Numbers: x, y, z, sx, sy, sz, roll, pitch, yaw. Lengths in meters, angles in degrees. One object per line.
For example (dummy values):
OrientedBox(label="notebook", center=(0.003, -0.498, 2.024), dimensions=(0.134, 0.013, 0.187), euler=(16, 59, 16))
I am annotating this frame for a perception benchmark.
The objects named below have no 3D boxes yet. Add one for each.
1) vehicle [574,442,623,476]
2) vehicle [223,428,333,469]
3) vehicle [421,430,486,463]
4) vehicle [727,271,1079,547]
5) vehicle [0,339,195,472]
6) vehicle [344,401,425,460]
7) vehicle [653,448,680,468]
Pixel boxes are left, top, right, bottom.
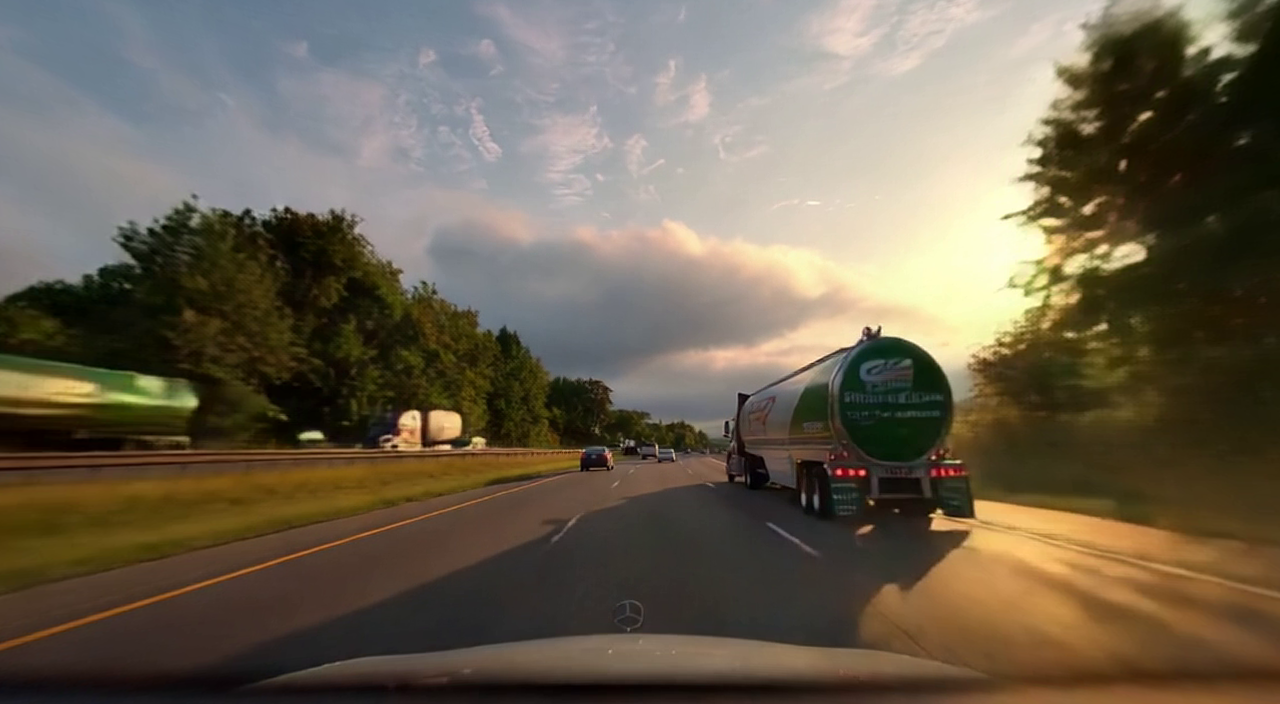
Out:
OrientedBox(label="vehicle", center=(-2.191, 5.864, 34.703), dimensions=(2.205, 1.728, 4.397), euler=(0, -9, 3))
OrientedBox(label="vehicle", center=(-15.509, 4.176, 27.320), dimensions=(2.037, 1.612, 4.337), euler=(0, -9, 2))
OrientedBox(label="vehicle", center=(-10.936, 5.613, 37.269), dimensions=(2.114, 1.777, 4.794), euler=(0, -9, 3))
OrientedBox(label="vehicle", center=(4.690, 1.831, 16.034), dimensions=(3.057, 3.993, 13.914), euler=(0, -9, 0))
OrientedBox(label="vehicle", center=(-19.945, 1.802, 20.098), dimensions=(2.805, 3.811, 11.459), euler=(0, -8, 1))
OrientedBox(label="vehicle", center=(-18.398, 5.786, 45.895), dimensions=(2.971, 4.003, 6.027), euler=(0, -8, 3))
OrientedBox(label="vehicle", center=(2.105, 8.338, 49.681), dimensions=(1.990, 1.537, 3.725), euler=(0, -9, 3))
